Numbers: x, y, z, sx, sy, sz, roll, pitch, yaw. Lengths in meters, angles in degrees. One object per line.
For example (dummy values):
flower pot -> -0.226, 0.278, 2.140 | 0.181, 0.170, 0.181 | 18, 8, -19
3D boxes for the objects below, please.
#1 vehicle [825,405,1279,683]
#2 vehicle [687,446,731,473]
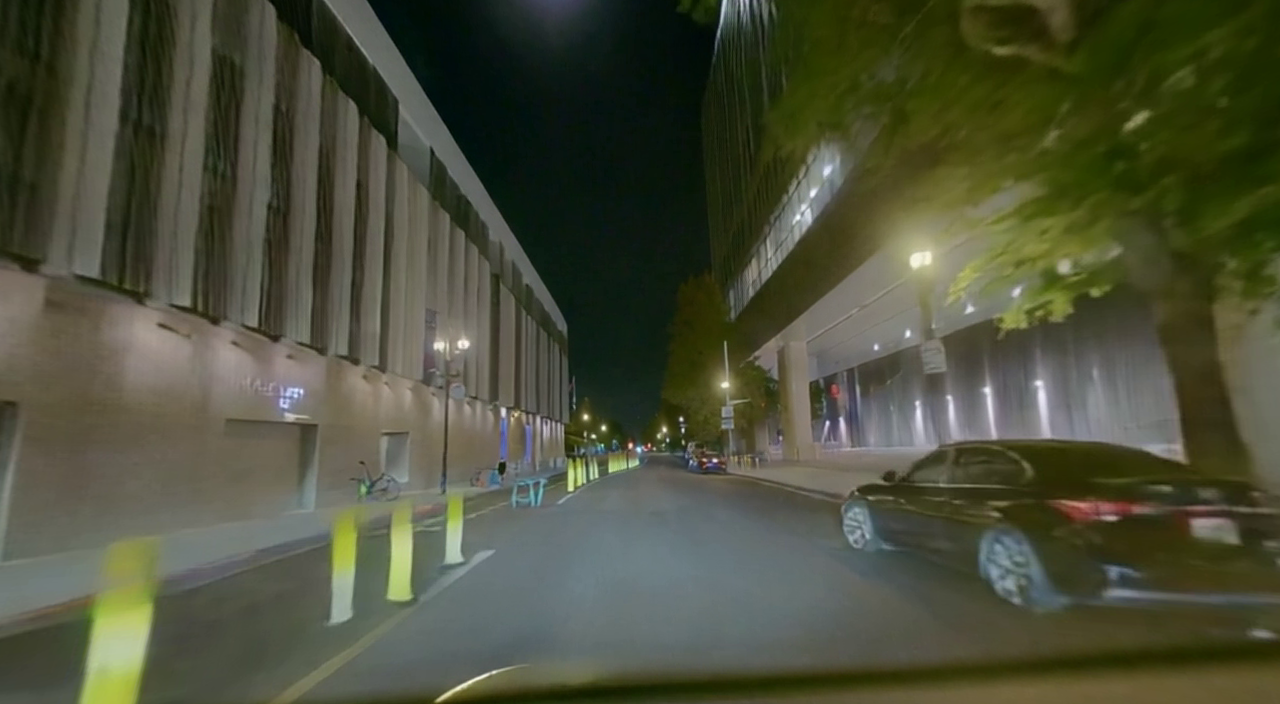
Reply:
vehicle -> 3.427, 1.377, 5.874 | 1.963, 1.445, 4.948 | -1, -8, 1
vehicle -> 3.890, 6.133, 36.337 | 2.020, 1.448, 4.220 | -1, -8, -1
